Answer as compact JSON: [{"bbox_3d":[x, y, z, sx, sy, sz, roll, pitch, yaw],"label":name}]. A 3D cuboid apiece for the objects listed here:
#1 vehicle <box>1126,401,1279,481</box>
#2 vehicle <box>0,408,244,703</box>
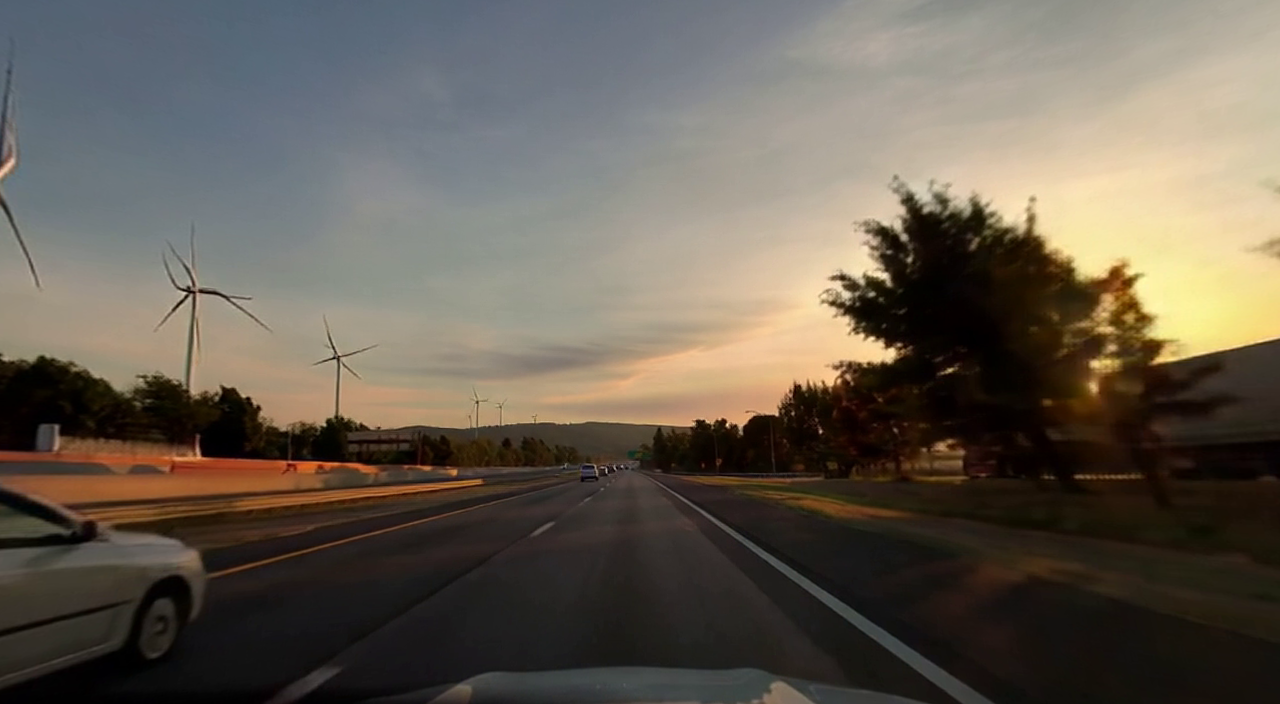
[{"bbox_3d":[35.079,5.120,35.747,11.082,4.307,2.970,-9,-14,43],"label":"vehicle"},{"bbox_3d":[-3.446,0.824,1.713,2.001,1.486,4.104,1,-10,0],"label":"vehicle"}]
